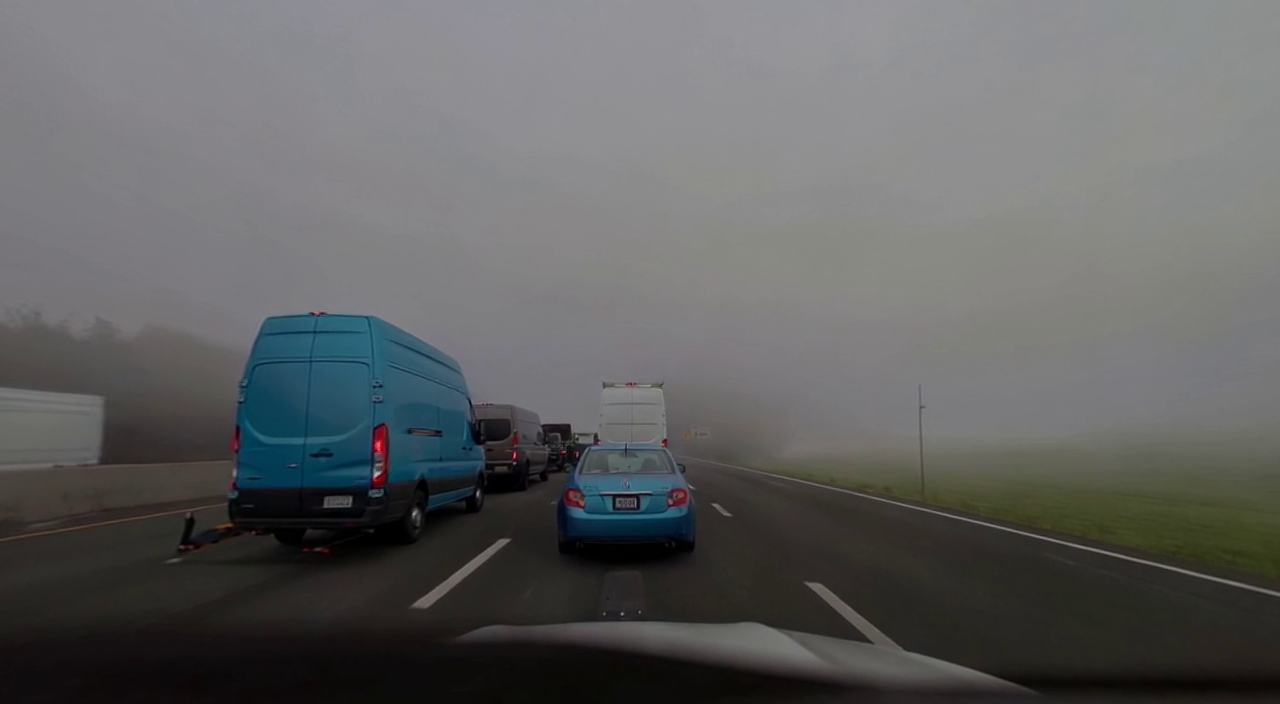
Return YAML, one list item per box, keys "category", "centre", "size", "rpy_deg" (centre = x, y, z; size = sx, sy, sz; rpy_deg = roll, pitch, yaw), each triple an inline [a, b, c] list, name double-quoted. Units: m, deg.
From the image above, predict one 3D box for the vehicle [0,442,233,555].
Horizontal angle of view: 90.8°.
- category: "vehicle"
  centre: [-8.880, 2.246, 10.328]
  size: [1.797, 1.466, 3.924]
  rpy_deg: [0, -9, 0]

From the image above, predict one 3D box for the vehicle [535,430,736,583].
- category: "vehicle"
  centre: [-0.077, 1.809, 8.061]
  size: [1.995, 1.495, 3.380]
  rpy_deg: [0, -9, -1]

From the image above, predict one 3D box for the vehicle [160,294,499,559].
- category: "vehicle"
  centre: [-4.077, 1.277, 10.215]
  size: [2.254, 2.879, 6.656]
  rpy_deg: [0, -9, -2]
